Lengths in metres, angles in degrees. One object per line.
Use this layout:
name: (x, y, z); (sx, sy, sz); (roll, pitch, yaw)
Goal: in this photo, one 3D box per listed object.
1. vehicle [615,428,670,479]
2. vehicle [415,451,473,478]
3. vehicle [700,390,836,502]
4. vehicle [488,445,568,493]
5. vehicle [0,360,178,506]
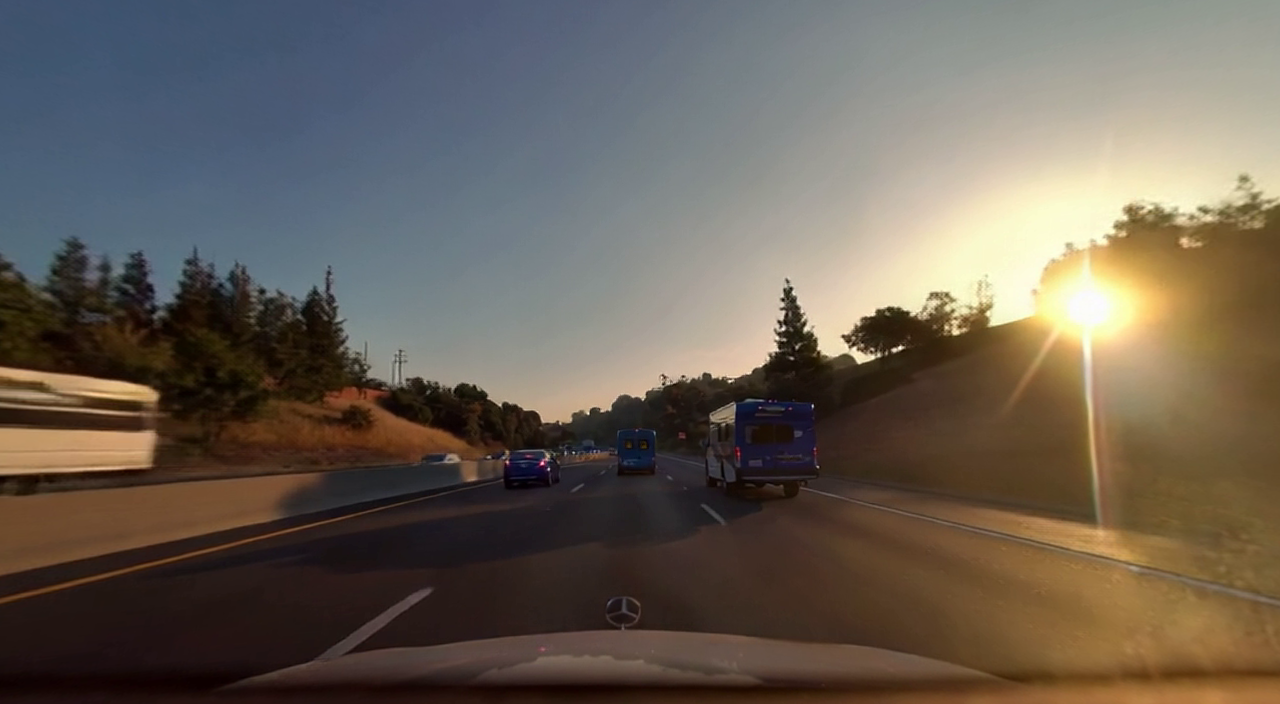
vehicle: (0.093, 5.036, 31.342); (2.524, 2.310, 4.986); (0, -9, 0)
vehicle: (-11.456, 6.560, 37.132); (1.966, 1.453, 4.217); (0, -9, 1)
vehicle: (3.691, 3.001, 20.210); (2.607, 2.910, 7.252); (0, -9, -2)
vehicle: (-3.846, 4.094, 22.509); (1.959, 1.502, 4.559); (0, -9, 0)
vehicle: (-19.602, 2.215, 17.365); (2.914, 4.094, 14.271); (0, -9, 0)
